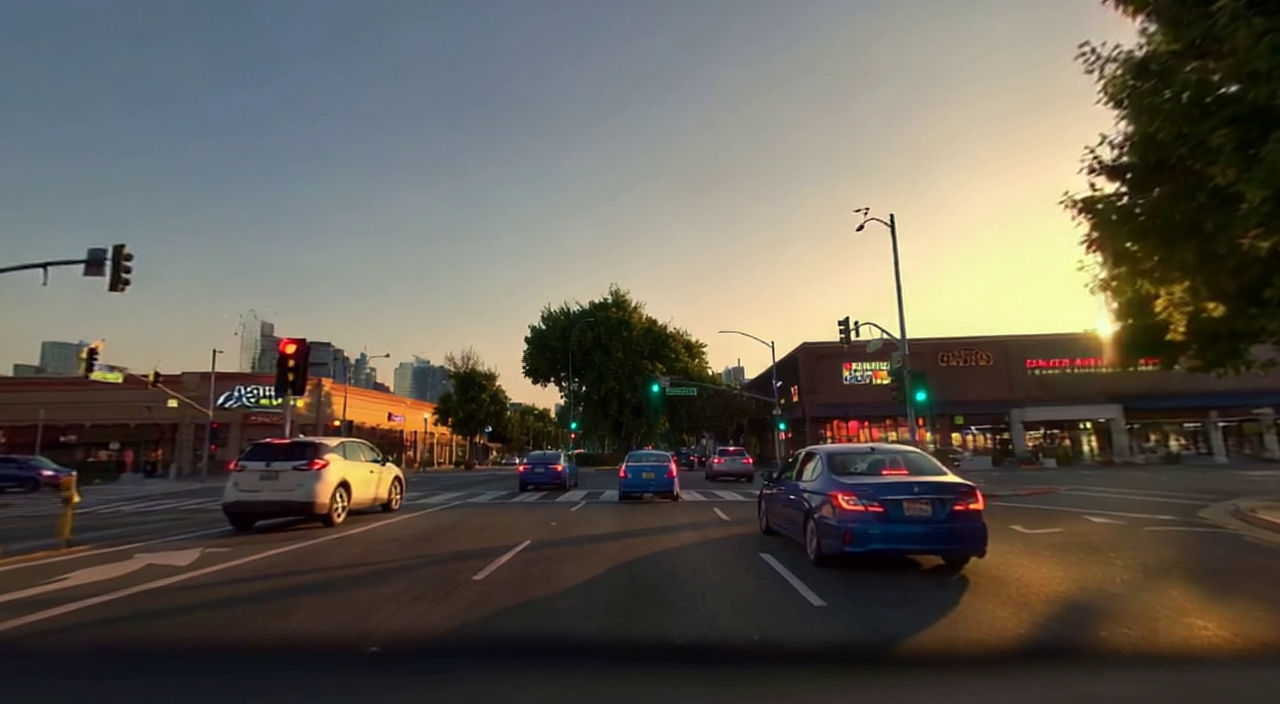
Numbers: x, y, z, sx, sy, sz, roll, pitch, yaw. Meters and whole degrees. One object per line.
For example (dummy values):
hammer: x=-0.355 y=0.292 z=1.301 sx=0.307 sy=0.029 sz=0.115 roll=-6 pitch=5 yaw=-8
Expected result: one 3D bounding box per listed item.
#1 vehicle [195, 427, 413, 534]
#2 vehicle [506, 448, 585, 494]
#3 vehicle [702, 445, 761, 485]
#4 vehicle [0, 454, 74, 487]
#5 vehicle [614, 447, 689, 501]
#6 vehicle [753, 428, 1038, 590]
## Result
vehicle: x=-6.580 y=2.536 z=13.081 sx=2.058 sy=1.804 sz=4.391 roll=0 pitch=-8 yaw=0
vehicle: x=-3.322 y=4.277 z=23.050 sx=2.040 sy=1.471 sz=4.211 roll=-1 pitch=-8 yaw=3
vehicle: x=3.839 y=4.783 z=27.050 sx=1.931 sy=1.552 sz=4.125 roll=0 pitch=-8 yaw=0
vehicle: x=-30.249 y=5.678 z=30.217 sx=4.315 sy=1.485 sz=1.822 roll=0 pitch=-8 yaw=-2
vehicle: x=0.355 y=3.673 z=19.490 sx=2.070 sy=1.460 sz=4.118 roll=0 pitch=-8 yaw=1
vehicle: x=2.785 y=1.796 z=8.087 sx=1.946 sy=1.513 sz=4.133 roll=0 pitch=-8 yaw=1
